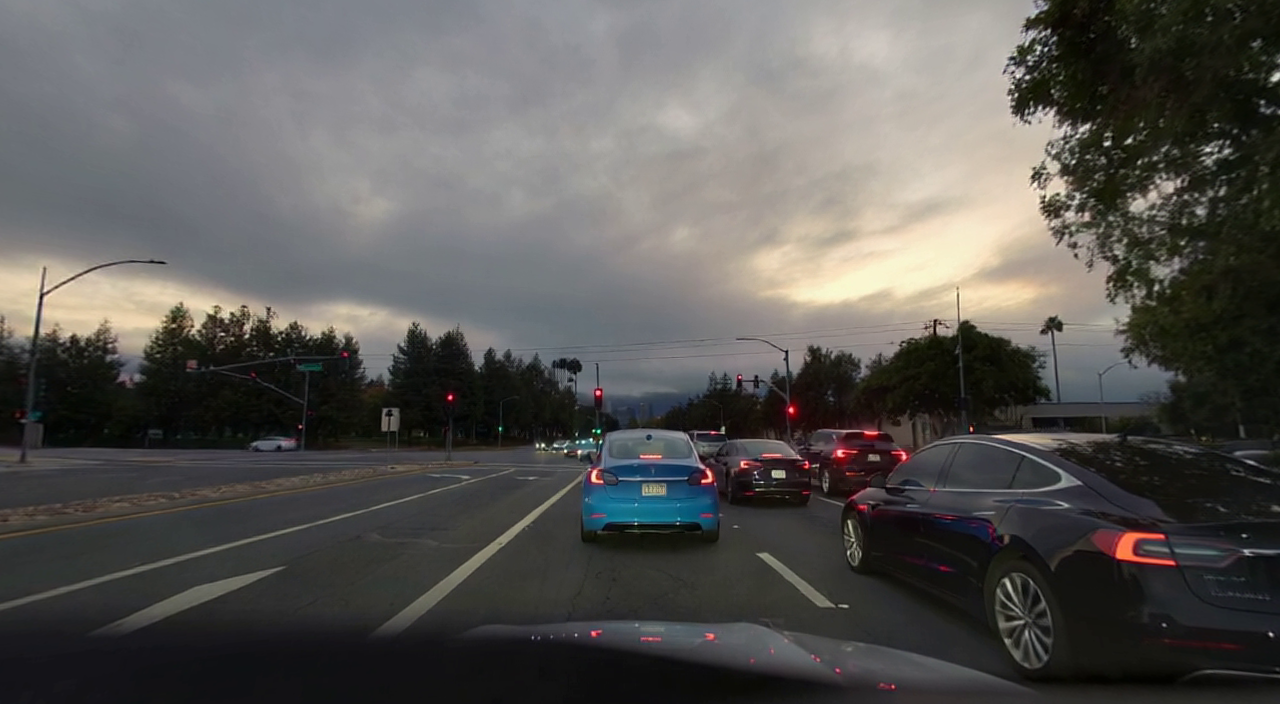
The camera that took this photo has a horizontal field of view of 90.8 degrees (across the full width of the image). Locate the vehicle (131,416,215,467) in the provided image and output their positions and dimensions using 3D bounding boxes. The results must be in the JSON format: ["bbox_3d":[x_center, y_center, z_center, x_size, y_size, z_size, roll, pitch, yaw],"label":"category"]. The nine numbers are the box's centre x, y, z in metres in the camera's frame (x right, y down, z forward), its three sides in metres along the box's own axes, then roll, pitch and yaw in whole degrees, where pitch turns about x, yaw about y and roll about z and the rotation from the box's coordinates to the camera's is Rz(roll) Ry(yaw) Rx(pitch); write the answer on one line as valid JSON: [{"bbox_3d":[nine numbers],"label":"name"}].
[{"bbox_3d":[-29.267,5.613,39.699,2.608,2.990,3.026,2,-8,3],"label":"vehicle"}]

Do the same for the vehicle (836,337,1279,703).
[{"bbox_3d":[3.185,1.104,4.304,2.167,1.676,4.443,0,-8,-1],"label":"vehicle"}]

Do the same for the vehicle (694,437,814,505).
[{"bbox_3d":[2.696,2.930,16.028,2.058,1.466,4.208,0,-8,-3],"label":"vehicle"}]

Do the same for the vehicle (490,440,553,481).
[{"bbox_3d":[-4.635,4.285,25.250,1.972,1.457,4.171,0,-8,-4],"label":"vehicle"}]

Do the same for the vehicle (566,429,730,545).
[{"bbox_3d":[0.023,2.079,10.439,2.147,1.499,4.240,0,-8,-2],"label":"vehicle"}]
